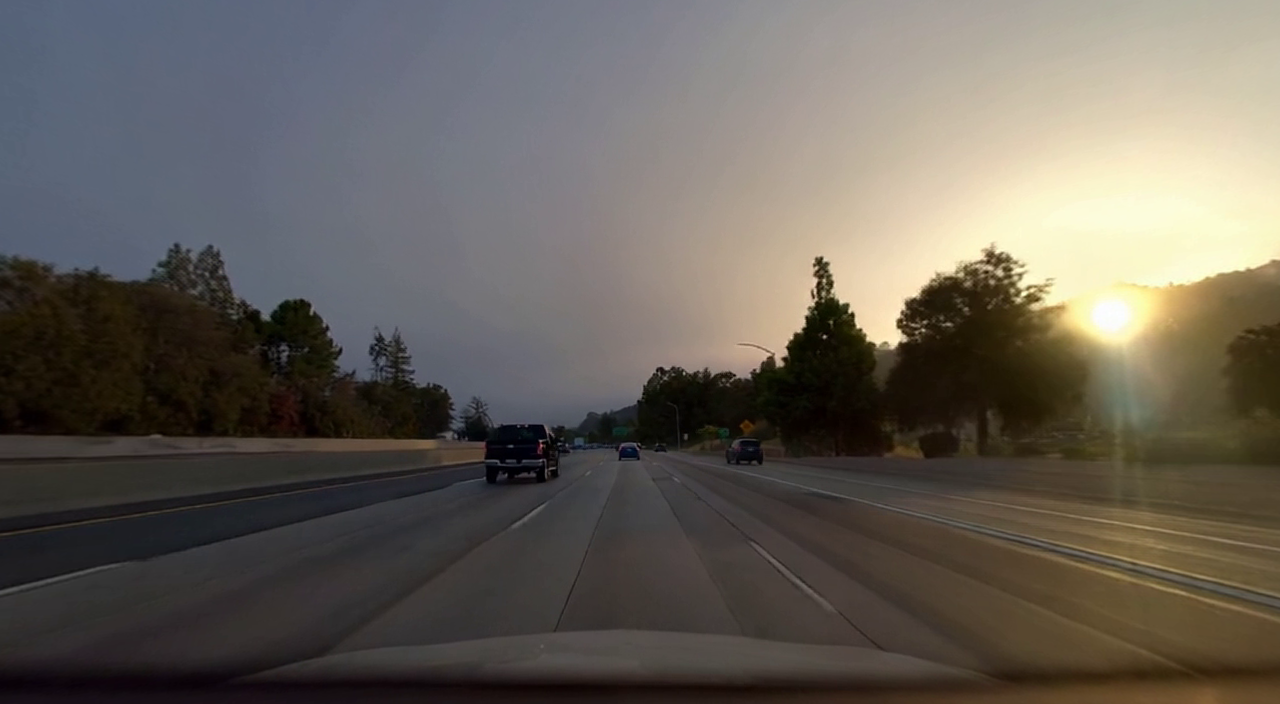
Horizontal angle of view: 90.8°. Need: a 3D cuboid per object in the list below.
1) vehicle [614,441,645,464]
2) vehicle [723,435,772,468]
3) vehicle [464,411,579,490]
[{"bbox_3d":[-0.732,7.364,46.370,2.157,1.642,4.189,0,-9,-1],"label":"vehicle"},{"bbox_3d":[6.732,6.294,40.054,2.103,1.898,5.310,0,-9,-1],"label":"vehicle"},{"bbox_3d":[-3.594,3.207,20.686,2.592,2.179,6.034,0,-9,0],"label":"vehicle"}]
